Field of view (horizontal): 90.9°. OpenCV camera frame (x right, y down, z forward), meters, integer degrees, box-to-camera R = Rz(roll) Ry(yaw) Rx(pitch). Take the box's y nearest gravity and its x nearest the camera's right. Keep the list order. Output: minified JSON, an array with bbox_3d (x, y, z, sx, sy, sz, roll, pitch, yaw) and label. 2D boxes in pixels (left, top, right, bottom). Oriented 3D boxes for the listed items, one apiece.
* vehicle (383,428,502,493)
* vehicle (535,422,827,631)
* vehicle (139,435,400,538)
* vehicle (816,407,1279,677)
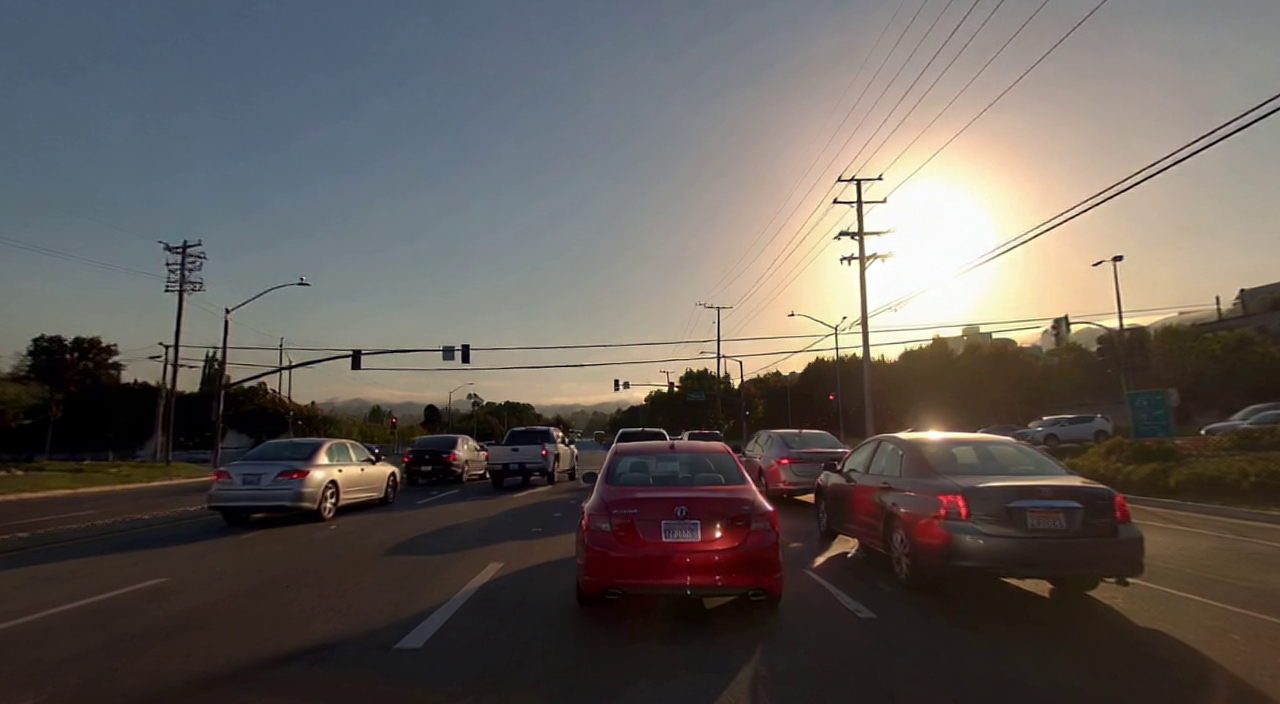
[{"bbox_3d":[-6.254,3.491,20.773,2.070,1.824,5.196,-1,-8,2],"label":"vehicle"},{"bbox_3d":[0.300,1.557,6.613,2.109,1.483,3.964,0,-8,0],"label":"vehicle"},{"bbox_3d":[-6.396,2.328,11.709,1.955,1.497,4.639,-1,-8,1],"label":"vehicle"},{"bbox_3d":[3.141,1.385,5.737,1.870,1.523,4.096,0,-8,0],"label":"vehicle"}]
